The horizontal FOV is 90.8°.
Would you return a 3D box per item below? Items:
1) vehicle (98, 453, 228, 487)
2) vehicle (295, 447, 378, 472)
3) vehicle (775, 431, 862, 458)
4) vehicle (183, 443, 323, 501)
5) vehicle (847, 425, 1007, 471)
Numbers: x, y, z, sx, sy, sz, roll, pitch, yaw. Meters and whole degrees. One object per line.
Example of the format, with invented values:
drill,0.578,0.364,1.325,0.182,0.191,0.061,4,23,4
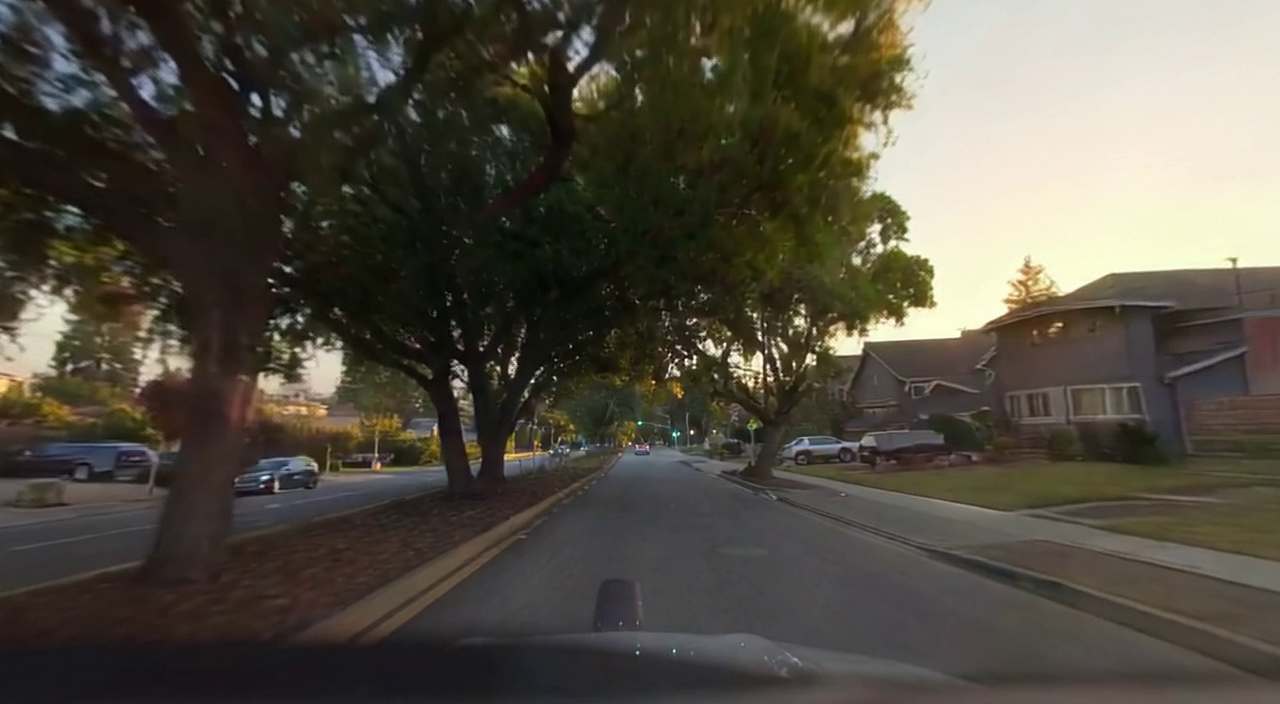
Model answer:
vehicle,-21.099,5.233,28.091,4.284,1.431,1.811,0,-9,0
vehicle,-21.414,7.575,44.703,4.723,1.696,2.082,0,-8,2
vehicle,10.778,5.633,38.400,4.675,1.520,1.925,0,-9,0
vehicle,-14.371,4.436,23.955,2.008,1.908,5.305,0,-9,-1
vehicle,10.060,3.415,22.438,4.660,1.513,2.067,0,-9,-1
